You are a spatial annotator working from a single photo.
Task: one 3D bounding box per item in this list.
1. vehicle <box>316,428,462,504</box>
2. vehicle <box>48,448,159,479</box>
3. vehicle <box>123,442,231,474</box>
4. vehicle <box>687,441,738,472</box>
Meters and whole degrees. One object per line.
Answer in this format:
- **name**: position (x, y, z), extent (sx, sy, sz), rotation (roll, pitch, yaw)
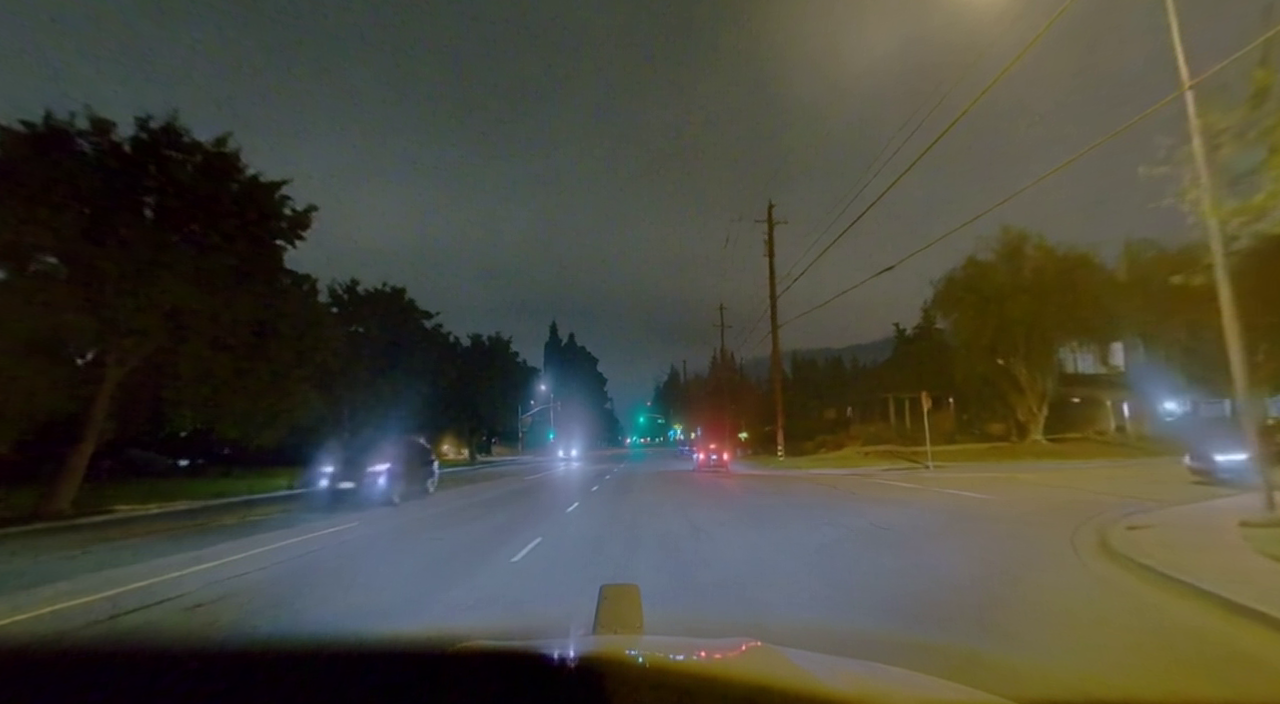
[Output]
- **vehicle**: position (-6.750, 3.126, 17.738), extent (2.092, 1.810, 4.882), rotation (0, -8, 0)
- **vehicle**: position (-28.361, 5.906, 33.535), extent (1.780, 1.467, 3.992), rotation (-2, -10, 21)
- **vehicle**: position (-28.589, 6.550, 39.133), extent (4.750, 1.845, 2.382), rotation (0, -8, -1)
- **vehicle**: position (3.750, 5.465, 33.318), extent (2.031, 1.500, 4.590), rotation (0, -8, -1)
